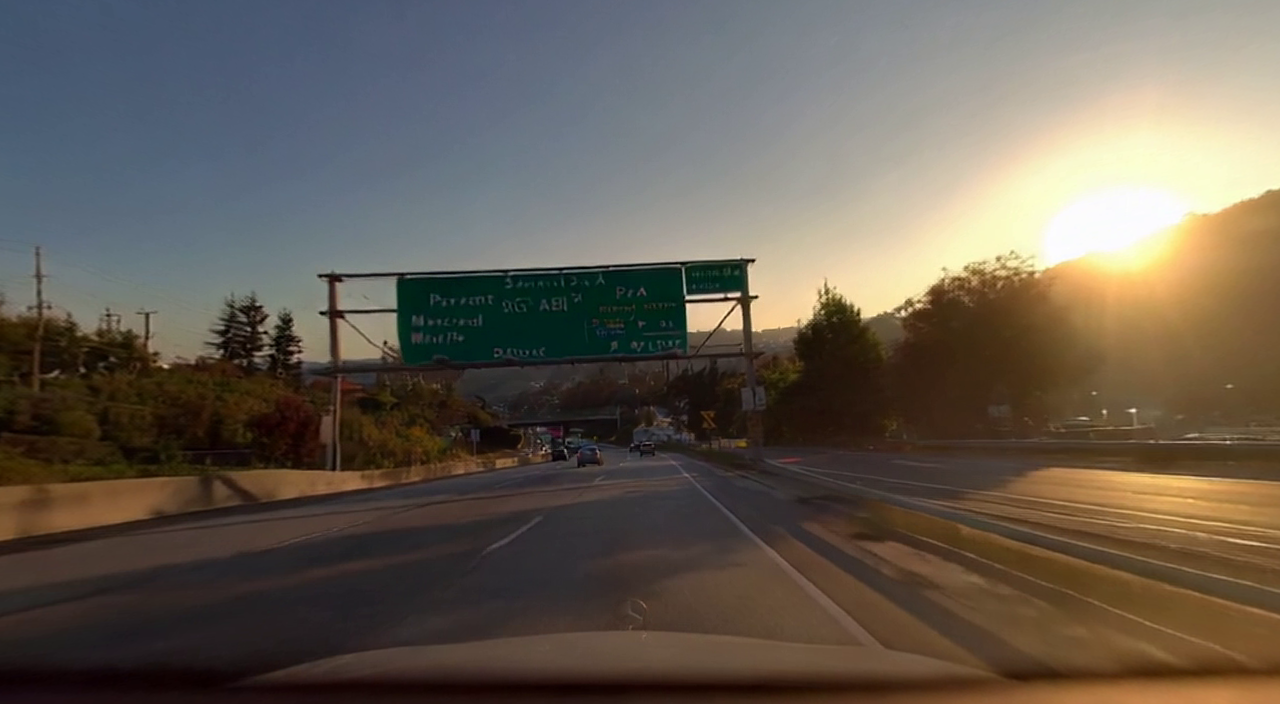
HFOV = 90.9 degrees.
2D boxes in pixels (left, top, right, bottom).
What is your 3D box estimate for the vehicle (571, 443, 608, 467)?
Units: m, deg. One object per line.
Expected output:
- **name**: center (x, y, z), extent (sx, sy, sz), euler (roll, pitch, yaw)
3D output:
- **vehicle**: center (-3.326, 6.881, 42.197), extent (2.112, 1.489, 4.266), euler (-1, -8, 0)
